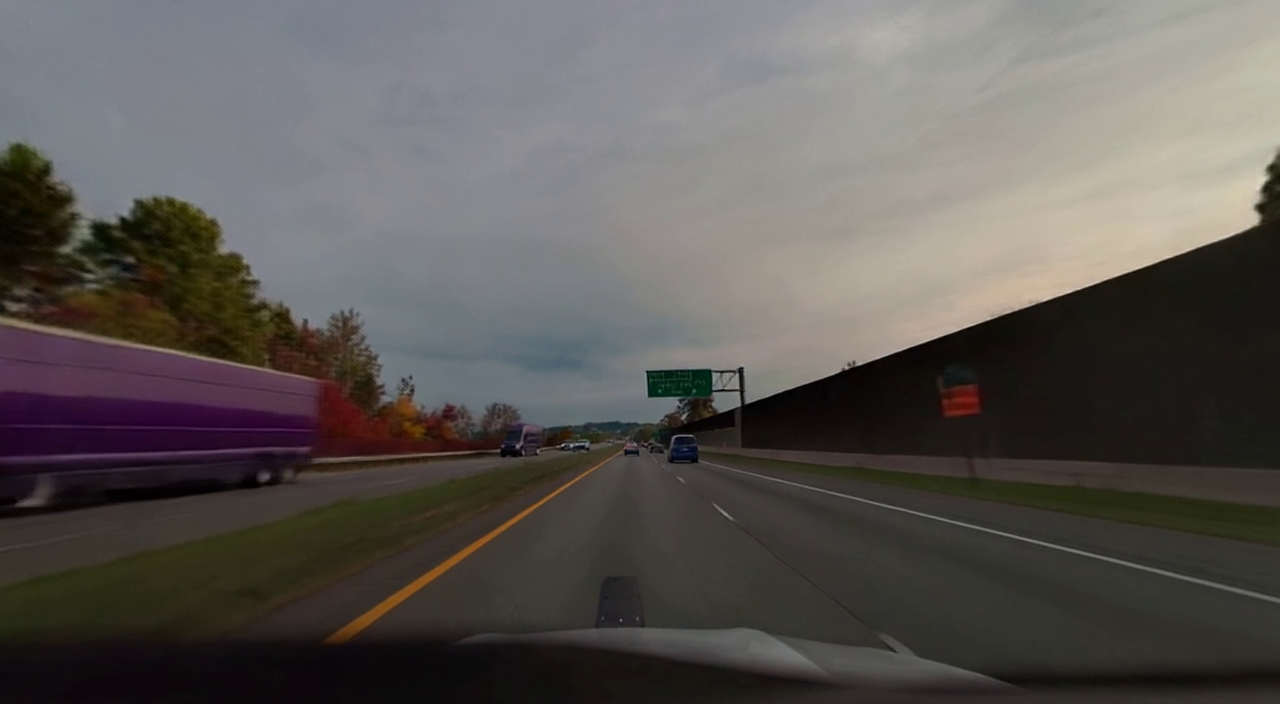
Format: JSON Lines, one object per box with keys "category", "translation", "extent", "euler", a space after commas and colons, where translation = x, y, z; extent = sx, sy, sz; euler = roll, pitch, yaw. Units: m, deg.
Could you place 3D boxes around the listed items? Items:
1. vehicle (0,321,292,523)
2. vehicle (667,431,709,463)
{"category": "vehicle", "translation": [-12.448, 1.833, 15.674], "extent": [2.851, 3.723, 8.024], "euler": [0, -8, 0]}
{"category": "vehicle", "translation": [3.247, 6.595, 43.722], "extent": [2.393, 2.072, 4.958], "euler": [0, -8, -2]}
